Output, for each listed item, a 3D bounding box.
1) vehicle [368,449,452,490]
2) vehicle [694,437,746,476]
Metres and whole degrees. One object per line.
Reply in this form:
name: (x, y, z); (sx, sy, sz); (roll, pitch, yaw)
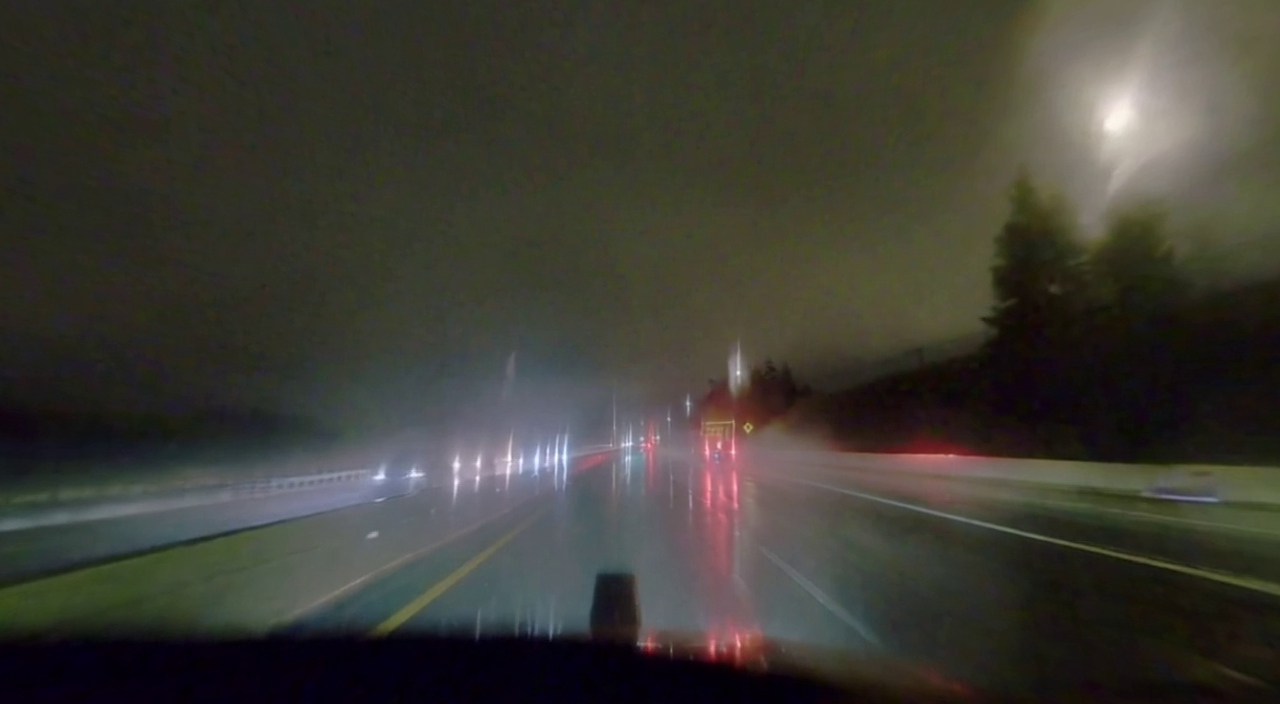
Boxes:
vehicle: (-9.771, 5.016, 27.058); (1.967, 1.569, 4.519); (0, -9, -1)
vehicle: (3.536, 4.675, 28.287); (1.972, 1.614, 4.025); (-1, -9, 2)
